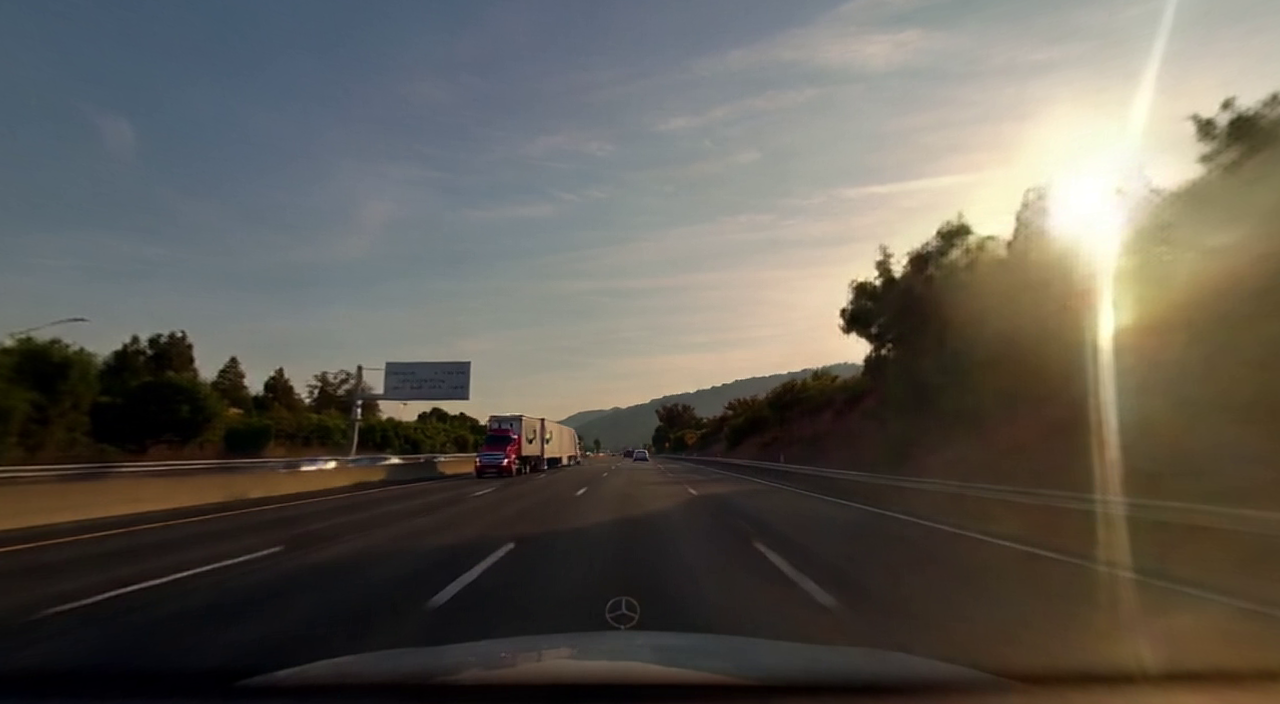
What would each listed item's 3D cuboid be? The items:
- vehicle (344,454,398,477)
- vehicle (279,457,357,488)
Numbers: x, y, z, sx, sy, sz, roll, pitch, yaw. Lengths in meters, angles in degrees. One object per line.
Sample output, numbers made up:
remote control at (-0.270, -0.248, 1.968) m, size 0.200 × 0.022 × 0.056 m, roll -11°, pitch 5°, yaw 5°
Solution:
vehicle at (-18.550, 7.808, 43.735) m, size 1.839 × 1.467 × 4.317 m, roll 0°, pitch -9°, yaw 0°
vehicle at (-15.757, 5.899, 31.107) m, size 1.845 × 1.354 × 3.604 m, roll -1°, pitch -9°, yaw 2°
